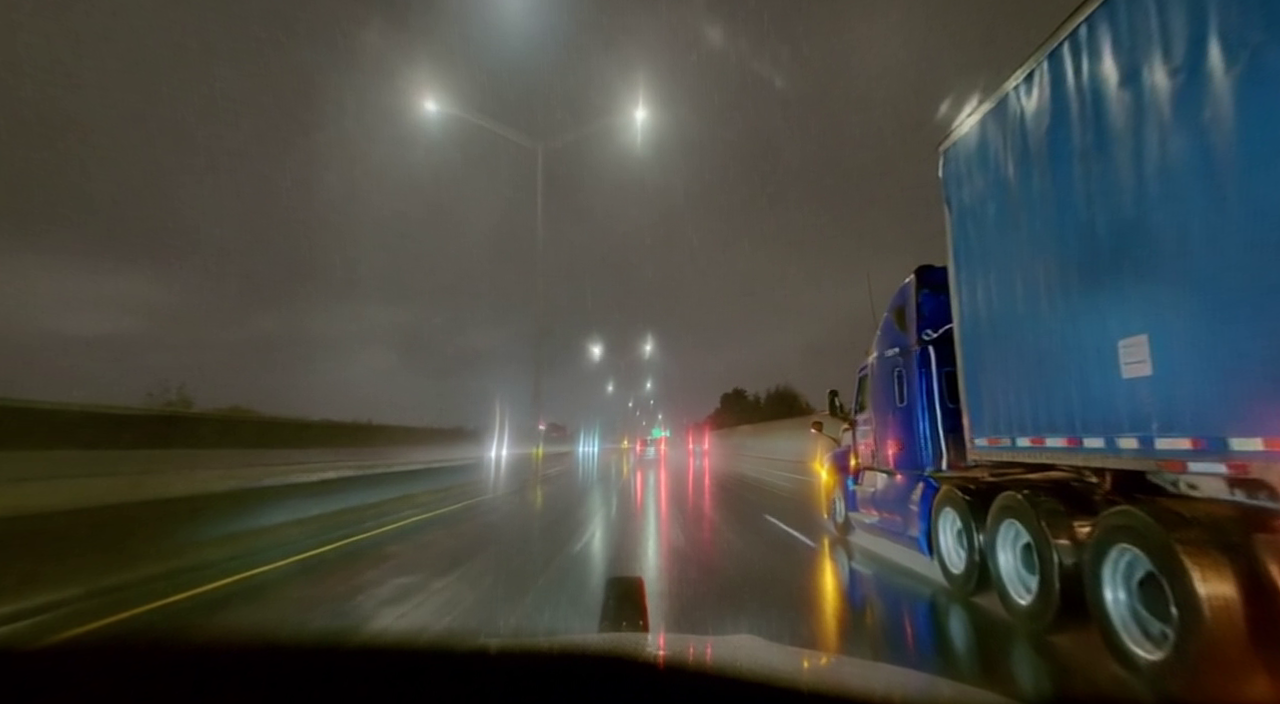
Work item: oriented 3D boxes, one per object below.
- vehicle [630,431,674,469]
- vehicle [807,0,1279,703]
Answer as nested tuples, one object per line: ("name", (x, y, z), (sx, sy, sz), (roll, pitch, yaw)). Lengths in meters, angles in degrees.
("vehicle", (0.584, 5.233, 33.868), (2.205, 1.860, 4.301), (0, -8, 0))
("vehicle", (4.373, 0.219, 6.394), (3.030, 3.985, 8.655), (-1, -8, 1))
